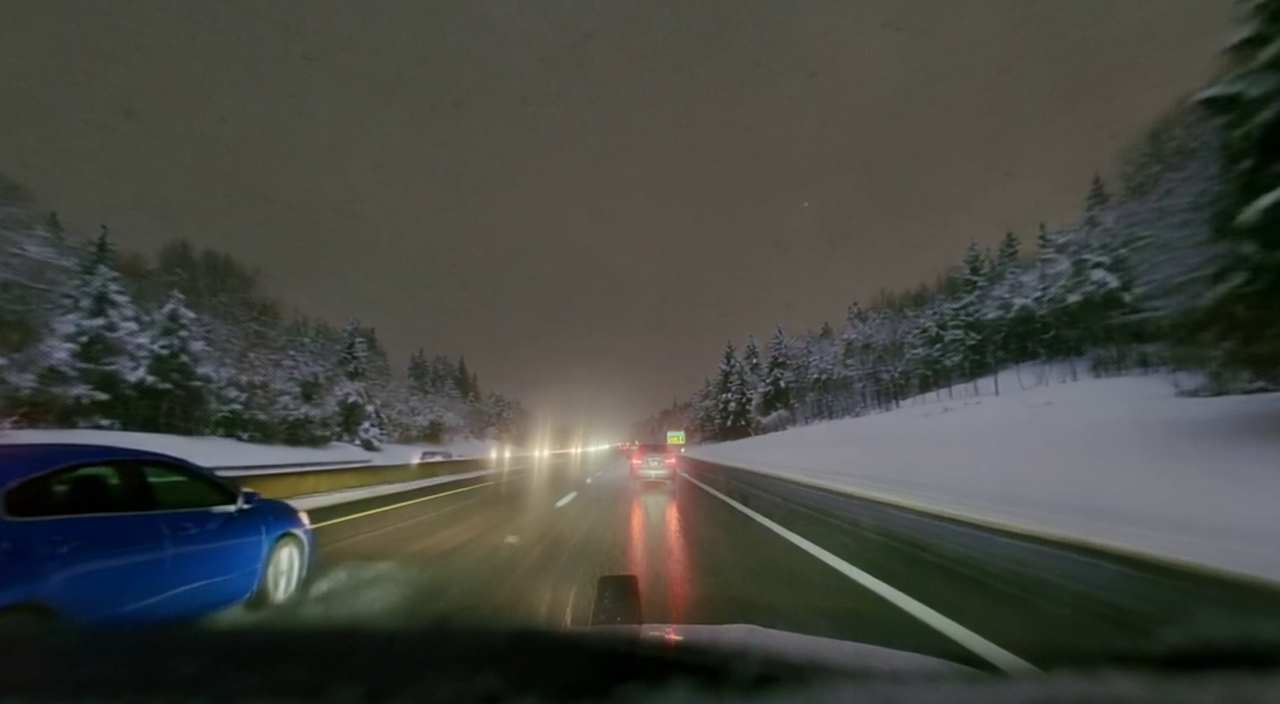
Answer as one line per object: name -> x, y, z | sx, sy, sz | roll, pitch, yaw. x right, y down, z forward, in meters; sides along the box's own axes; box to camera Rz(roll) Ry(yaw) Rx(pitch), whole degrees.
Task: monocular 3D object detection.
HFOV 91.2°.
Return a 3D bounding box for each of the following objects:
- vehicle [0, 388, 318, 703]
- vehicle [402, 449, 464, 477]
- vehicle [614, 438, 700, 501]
vehicle -> -3.692, 1.036, 3.191 | 2.083, 1.548, 4.251 | 0, -9, -4
vehicle -> -12.706, 6.818, 38.777 | 1.888, 1.547, 4.445 | -1, -9, 7
vehicle -> 0.341, 3.213, 17.515 | 2.021, 1.533, 4.014 | 0, -9, -4
